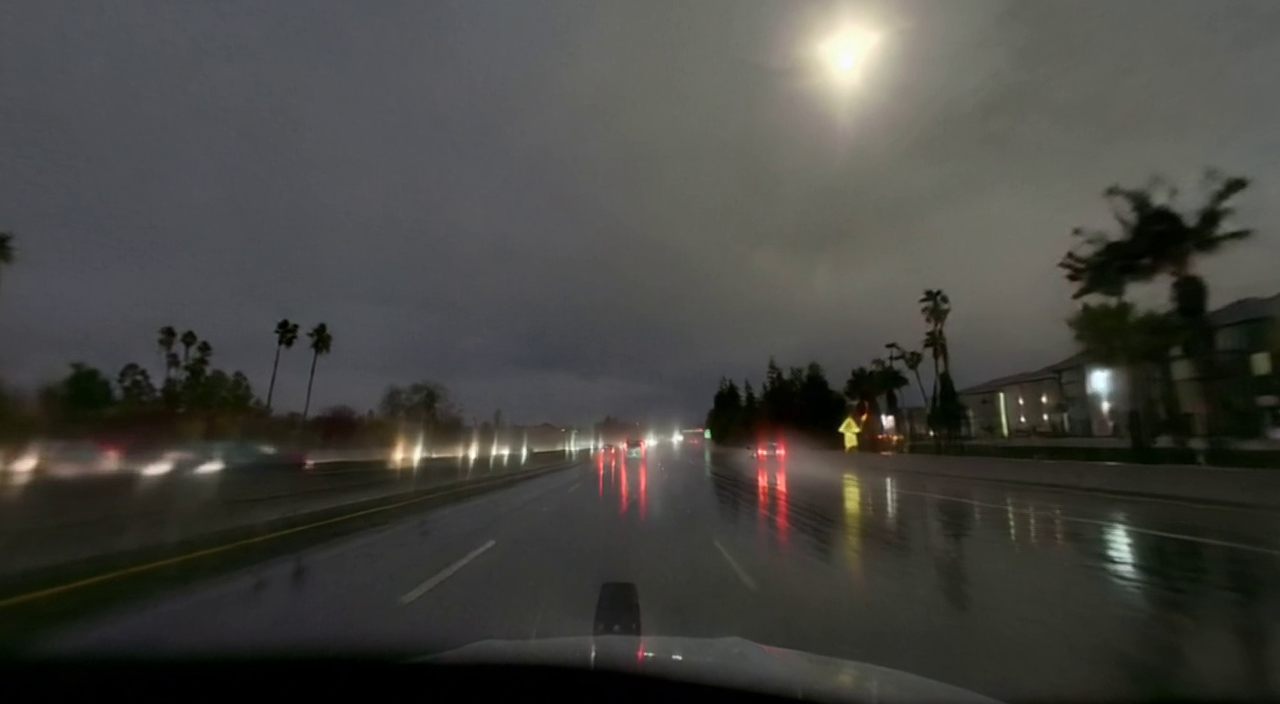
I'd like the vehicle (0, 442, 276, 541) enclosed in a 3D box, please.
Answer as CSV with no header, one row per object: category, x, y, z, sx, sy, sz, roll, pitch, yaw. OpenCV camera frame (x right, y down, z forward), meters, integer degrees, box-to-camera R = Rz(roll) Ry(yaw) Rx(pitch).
vehicle,-9.232,2.479,11.999,1.975,1.495,4.510,0,-9,0
